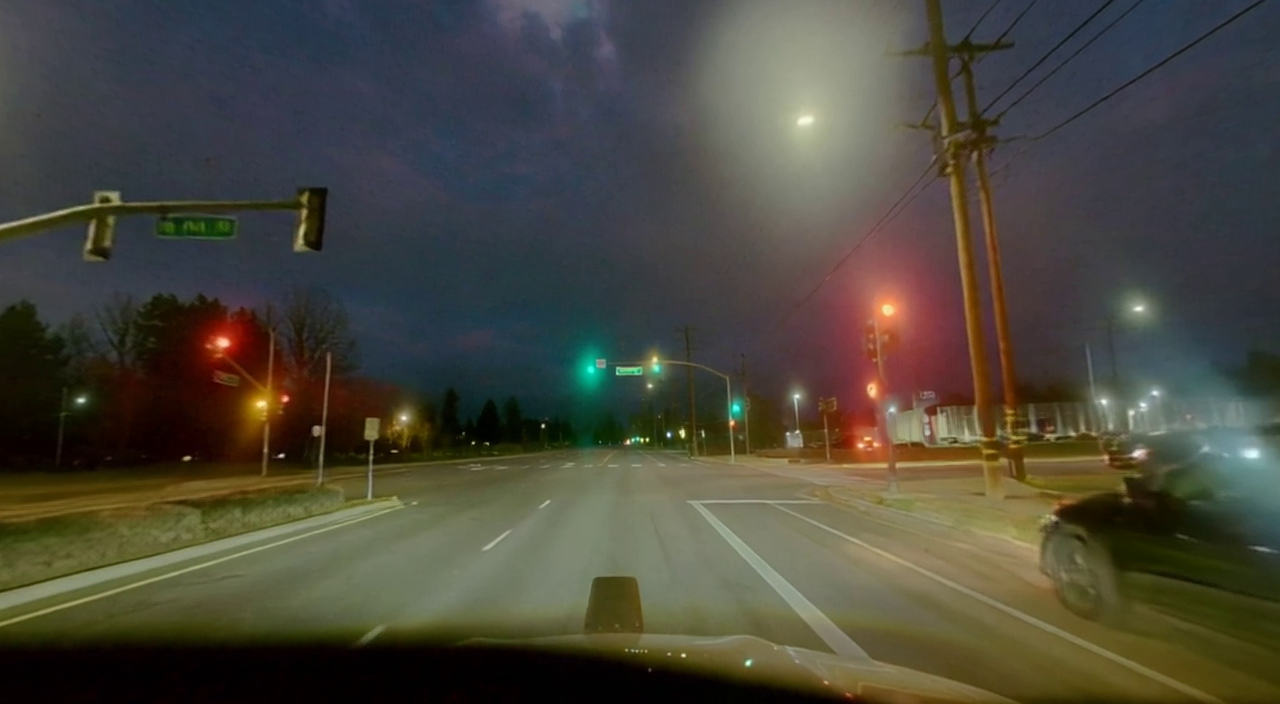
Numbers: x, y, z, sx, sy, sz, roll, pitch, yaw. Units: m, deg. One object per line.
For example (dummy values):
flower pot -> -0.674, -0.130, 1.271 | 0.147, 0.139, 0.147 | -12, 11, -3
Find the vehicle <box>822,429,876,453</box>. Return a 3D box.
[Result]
vehicle -> 14.934, 6.413, 45.463 | 1.959, 1.471, 4.570 | -4, -8, -4

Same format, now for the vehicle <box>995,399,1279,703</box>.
vehicle -> 3.994, 0.979, 3.005 | 1.961, 1.497, 4.415 | 0, -9, -1
